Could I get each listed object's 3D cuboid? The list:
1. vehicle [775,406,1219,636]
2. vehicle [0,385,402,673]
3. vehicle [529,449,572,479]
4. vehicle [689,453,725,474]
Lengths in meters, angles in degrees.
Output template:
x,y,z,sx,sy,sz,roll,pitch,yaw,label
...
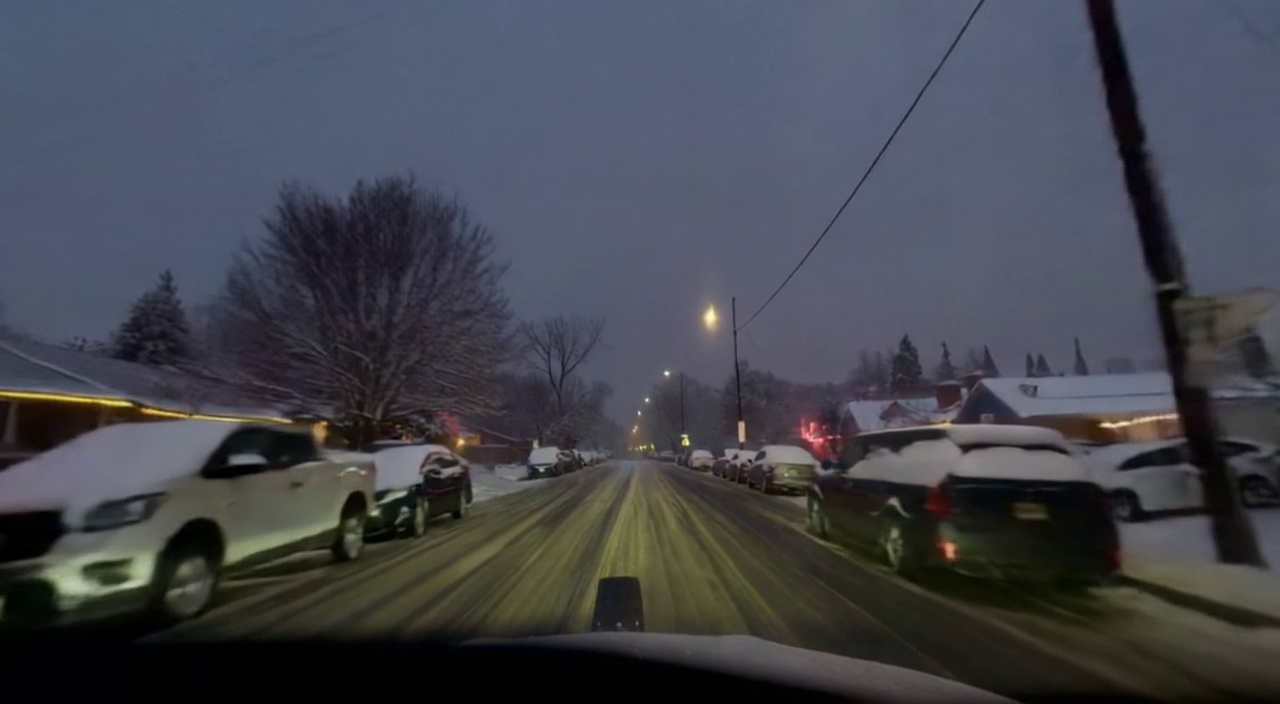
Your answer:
x,y,z,sx,sy,sz,roll,pitch,yaw,label
3.720,1.860,8.395,2.415,1.963,5.688,0,-8,-2,vehicle
-4.748,1.630,7.103,2.094,1.927,5.573,1,-9,-2,vehicle
-4.972,6.258,35.507,1.983,1.579,3.879,1,-9,-2,vehicle
4.784,8.045,45.648,1.847,1.448,4.162,0,-9,-3,vehicle
